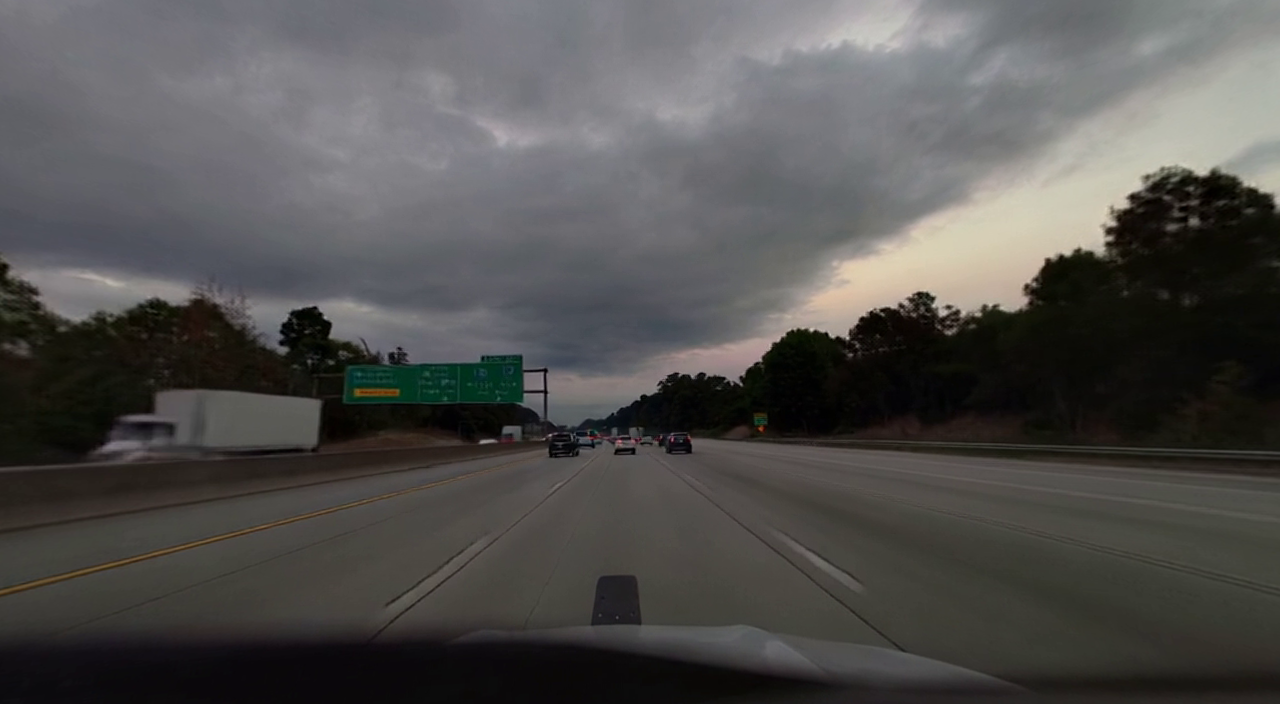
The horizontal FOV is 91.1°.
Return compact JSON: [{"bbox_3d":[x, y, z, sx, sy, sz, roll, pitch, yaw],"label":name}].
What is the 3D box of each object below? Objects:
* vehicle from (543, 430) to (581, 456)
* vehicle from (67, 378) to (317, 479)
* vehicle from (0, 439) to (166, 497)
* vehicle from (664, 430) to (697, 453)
[{"bbox_3d":[-5.256,6.167,42.755,2.119,1.629,3.946,0,-8,-1],"label":"vehicle"},{"bbox_3d":[-21.406,3.977,32.053,2.881,3.966,14.073,0,-8,-2],"label":"vehicle"},{"bbox_3d":[-16.990,3.422,19.088,1.896,1.535,4.266,0,-8,-1],"label":"vehicle"},{"bbox_3d":[3.087,6.880,48.582,2.066,1.673,4.225,0,-8,-2],"label":"vehicle"}]
